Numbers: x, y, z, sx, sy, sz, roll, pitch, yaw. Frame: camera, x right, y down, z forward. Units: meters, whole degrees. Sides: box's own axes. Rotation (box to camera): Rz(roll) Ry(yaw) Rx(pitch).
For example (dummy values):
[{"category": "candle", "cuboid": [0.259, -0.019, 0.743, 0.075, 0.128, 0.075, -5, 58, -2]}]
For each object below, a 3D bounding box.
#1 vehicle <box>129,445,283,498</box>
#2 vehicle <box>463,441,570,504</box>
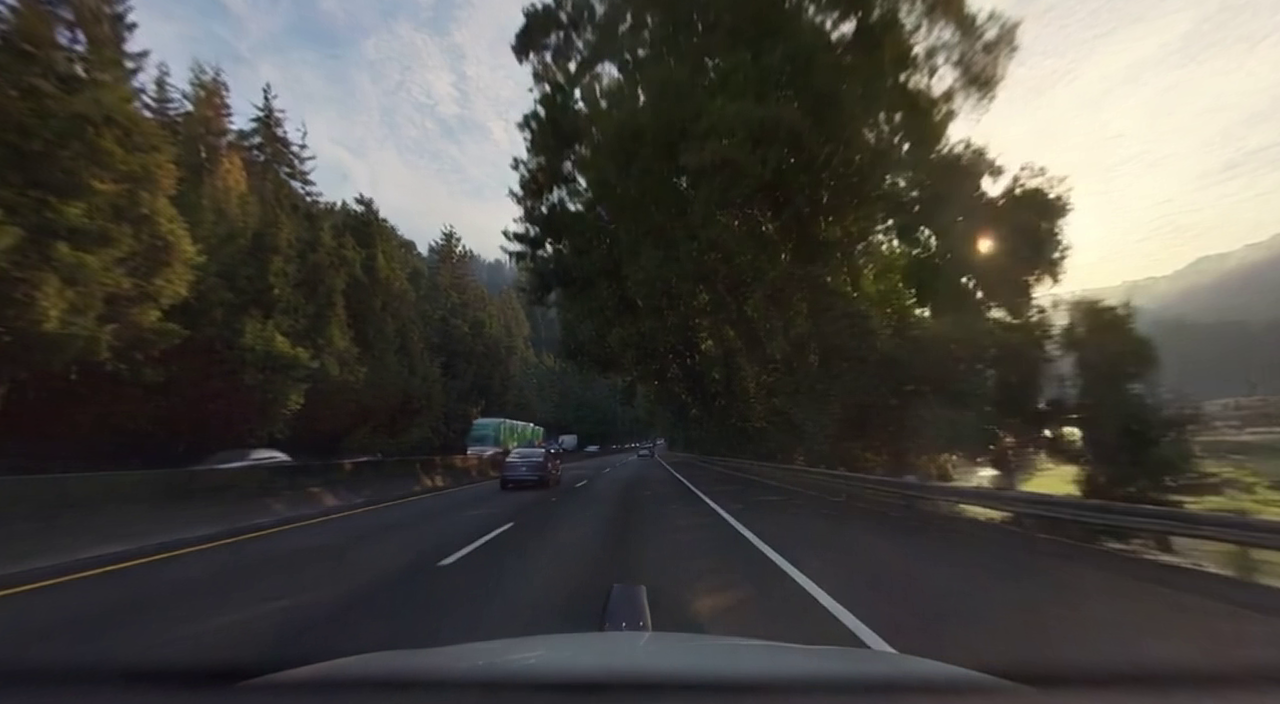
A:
[{"category": "vehicle", "cuboid": [-12.777, 3.520, 18.889, 1.846, 1.407, 3.852, 0, -9, 0]}, {"category": "vehicle", "cuboid": [-3.244, 3.280, 17.622, 1.969, 1.505, 4.636, 0, -9, 1]}]
